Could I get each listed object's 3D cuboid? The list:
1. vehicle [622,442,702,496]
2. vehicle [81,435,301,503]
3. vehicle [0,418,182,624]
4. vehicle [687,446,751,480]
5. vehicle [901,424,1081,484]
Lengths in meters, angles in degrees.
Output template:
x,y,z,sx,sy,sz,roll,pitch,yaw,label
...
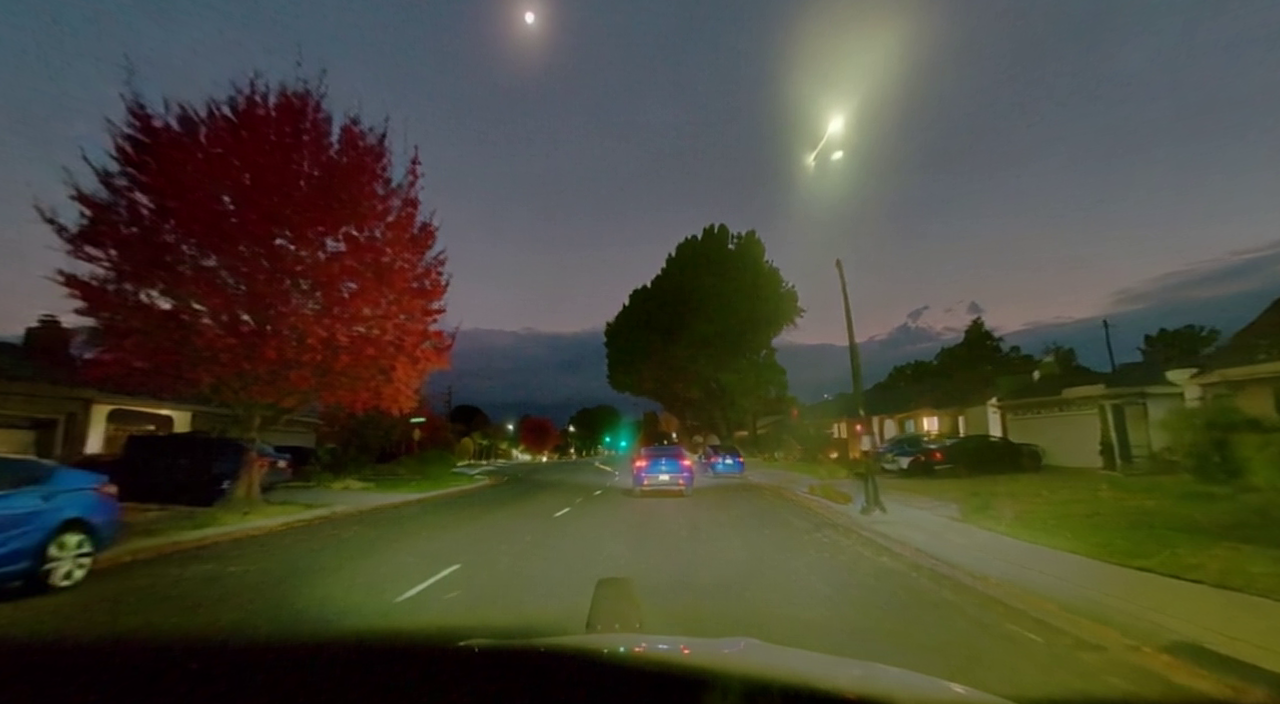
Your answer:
x,y,z,sx,sy,sz,roll,pitch,yaw,label
0.571,3.558,19.633,2.192,1.474,4.192,0,-9,-1,vehicle
-12.621,3.311,18.077,4.597,1.794,2.043,1,-10,-5,vehicle
-6.824,1.471,5.154,2.641,1.747,4.738,-2,-7,0,vehicle
3.600,5.144,29.606,2.089,1.462,4.529,1,-9,-4,vehicle
11.152,3.237,20.293,4.524,1.587,2.064,-2,-7,-6,vehicle
